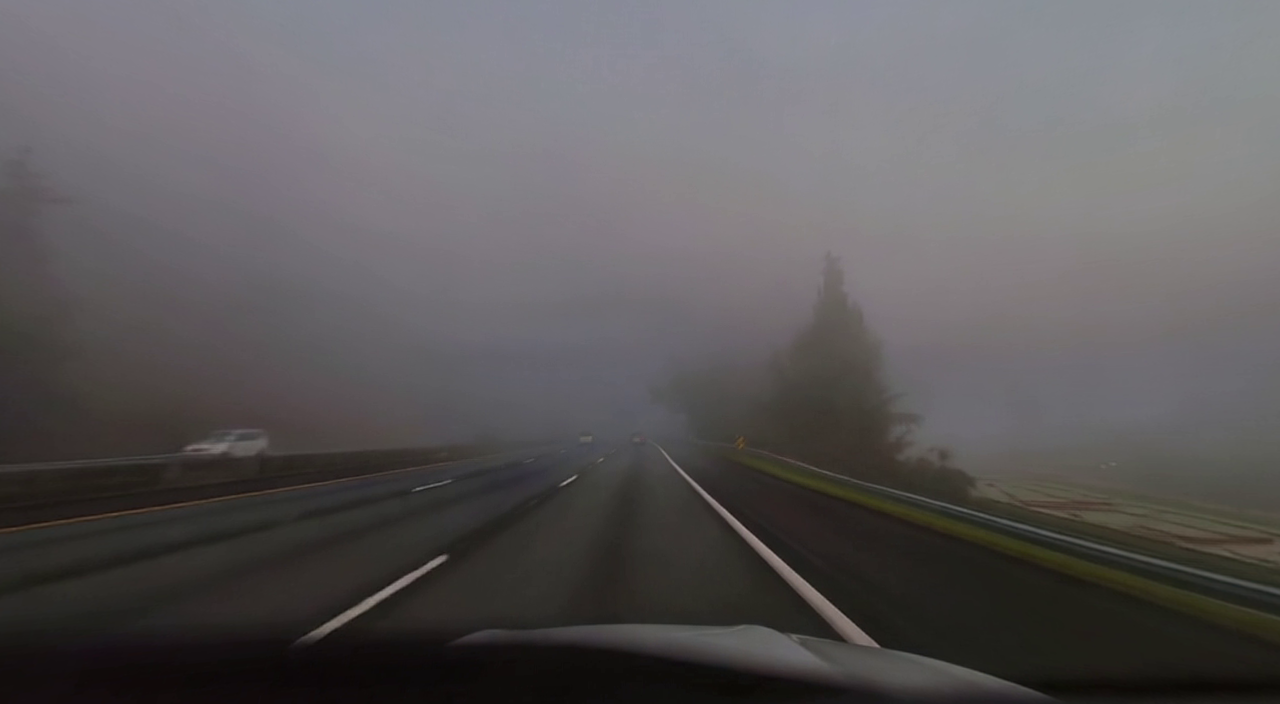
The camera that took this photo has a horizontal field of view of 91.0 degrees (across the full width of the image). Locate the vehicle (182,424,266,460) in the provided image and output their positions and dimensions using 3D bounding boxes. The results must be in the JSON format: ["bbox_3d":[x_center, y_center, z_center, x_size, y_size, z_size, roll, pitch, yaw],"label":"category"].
[{"bbox_3d":[-32.551,7.093,49.581,2.376,2.674,5.878,0,-8,2],"label":"vehicle"}]
